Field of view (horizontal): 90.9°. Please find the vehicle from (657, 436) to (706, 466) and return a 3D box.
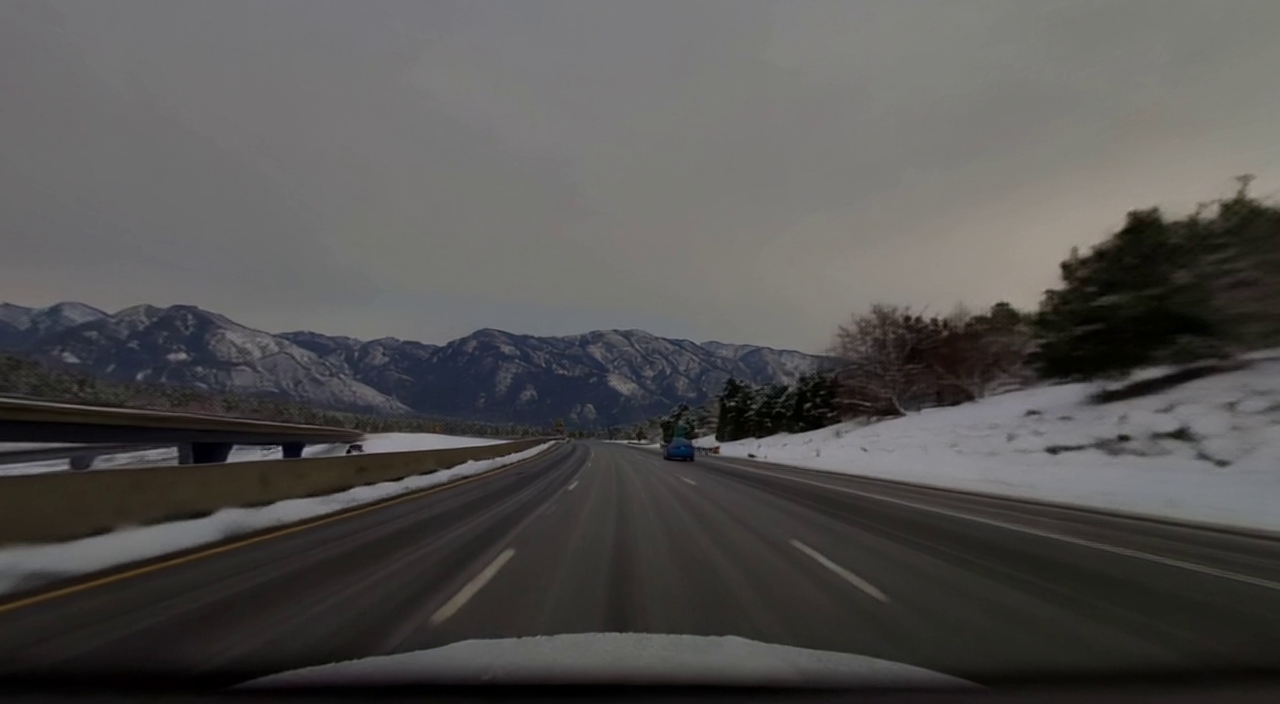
[{"bbox_3d":[2.089,5.172,32.952,1.985,1.440,4.466,0,-8,-3],"label":"vehicle"}]
